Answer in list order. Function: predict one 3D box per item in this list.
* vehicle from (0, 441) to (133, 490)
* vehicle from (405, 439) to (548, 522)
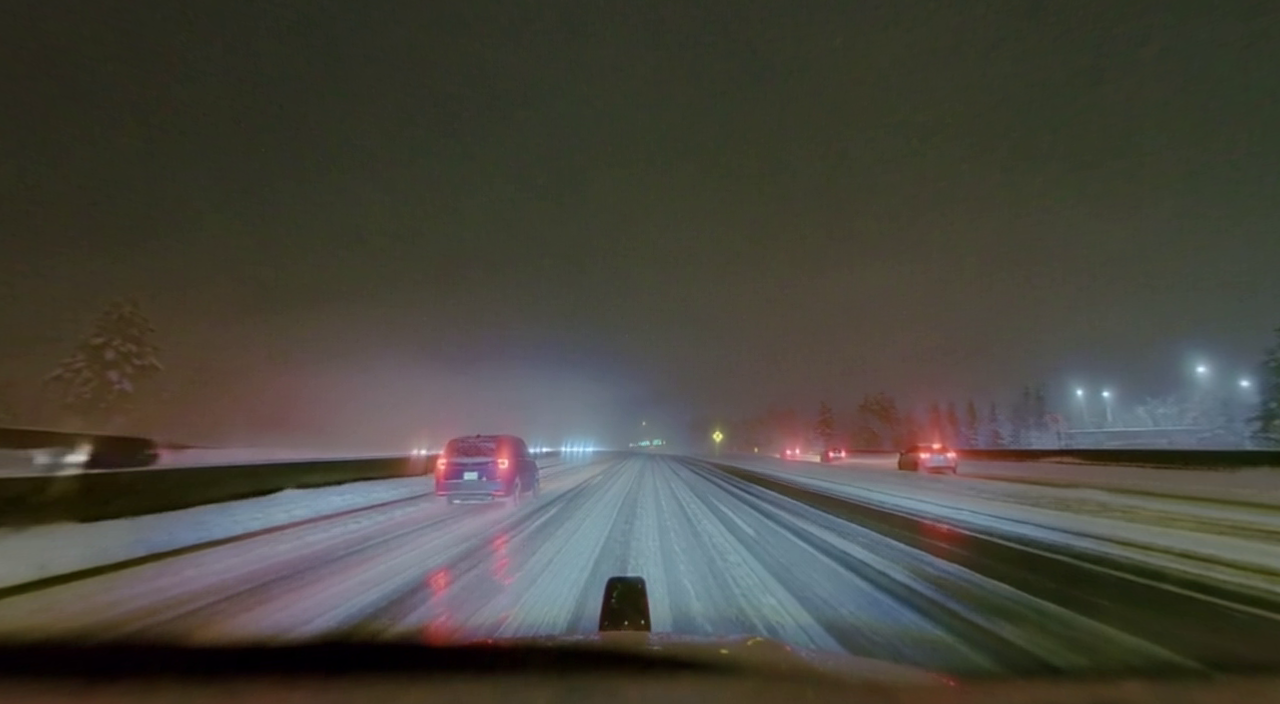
[{"bbox_3d":[-22.180,4.195,23.776,1.934,1.602,4.970,0,-8,0],"label":"vehicle"},{"bbox_3d":[-3.302,2.655,13.608,1.968,1.504,3.892,0,-8,1],"label":"vehicle"}]
